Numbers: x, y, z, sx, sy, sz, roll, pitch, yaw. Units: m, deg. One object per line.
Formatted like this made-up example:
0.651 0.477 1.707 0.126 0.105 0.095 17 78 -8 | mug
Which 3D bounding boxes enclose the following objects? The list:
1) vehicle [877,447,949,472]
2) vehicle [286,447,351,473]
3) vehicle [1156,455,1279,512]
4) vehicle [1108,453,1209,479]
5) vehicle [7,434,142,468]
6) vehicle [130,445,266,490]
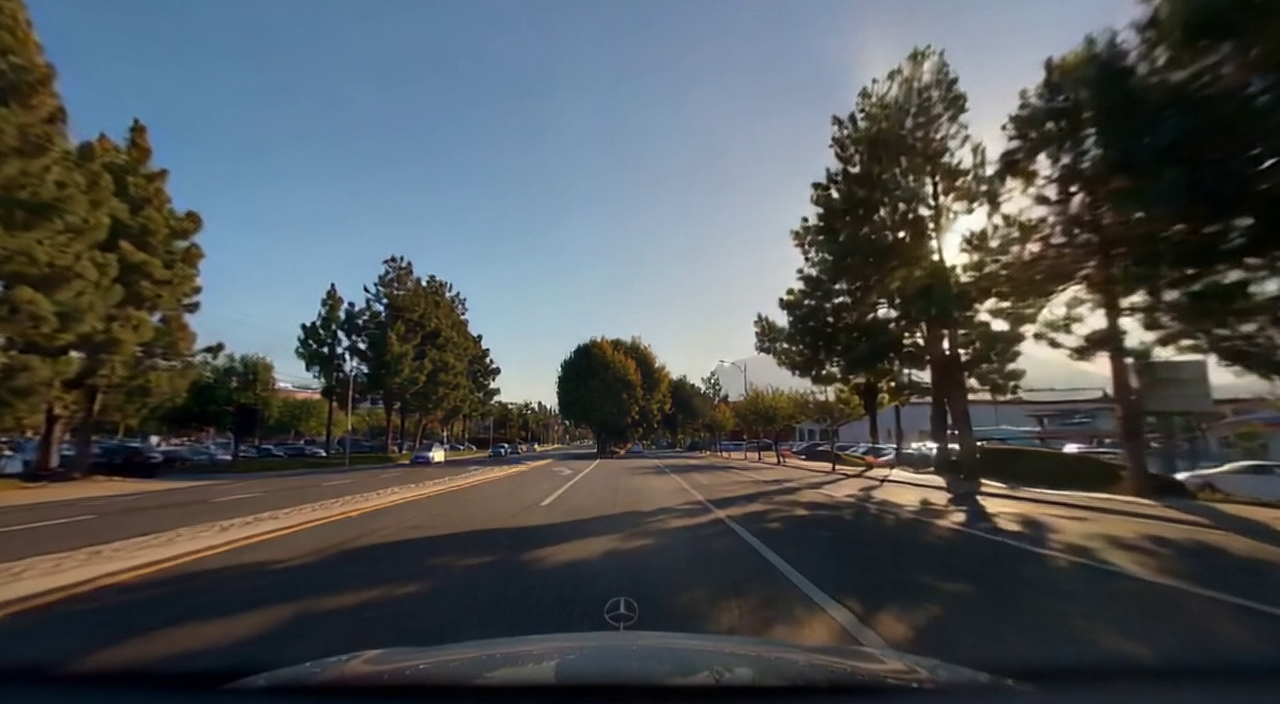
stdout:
20.485 7.994 47.430 4.573 1.747 2.191 -5 -10 33 | vehicle
-19.942 6.697 39.395 1.787 1.437 4.414 0 -8 -1 | vehicle
19.513 4.133 20.091 4.427 1.640 2.085 0 -8 -3 | vehicle
32.114 7.055 39.224 4.463 1.490 1.981 -1 -8 2 | vehicle
-30.888 5.413 34.748 5.107 1.753 1.963 4 -9 -28 | vehicle
-16.160 4.218 23.448 1.876 1.460 4.433 0 -8 -1 | vehicle
